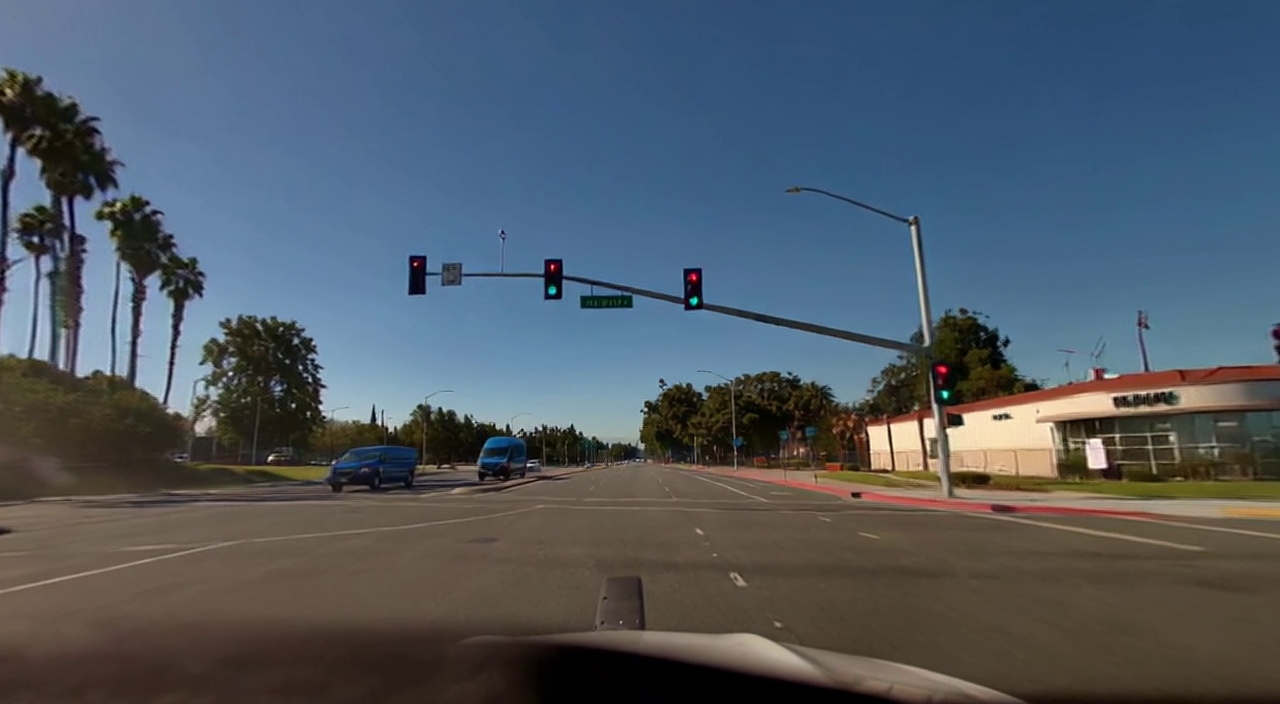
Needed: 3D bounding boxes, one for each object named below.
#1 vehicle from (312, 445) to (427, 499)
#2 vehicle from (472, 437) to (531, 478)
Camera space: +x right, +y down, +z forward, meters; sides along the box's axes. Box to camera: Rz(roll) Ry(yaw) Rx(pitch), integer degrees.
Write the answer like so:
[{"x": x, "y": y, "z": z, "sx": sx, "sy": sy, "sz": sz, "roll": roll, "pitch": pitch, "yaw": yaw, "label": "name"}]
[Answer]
[{"x": -9.354, "y": 4.144, "z": 22.346, "sx": 2.074, "sy": 1.681, "sz": 4.417, "roll": 0, "pitch": -9, "yaw": 1, "label": "vehicle"}, {"x": -9.713, "y": 7.465, "z": 45.090, "sx": 2.509, "sy": 2.712, "sz": 7.034, "roll": 0, "pitch": -9, "yaw": 1, "label": "vehicle"}]
